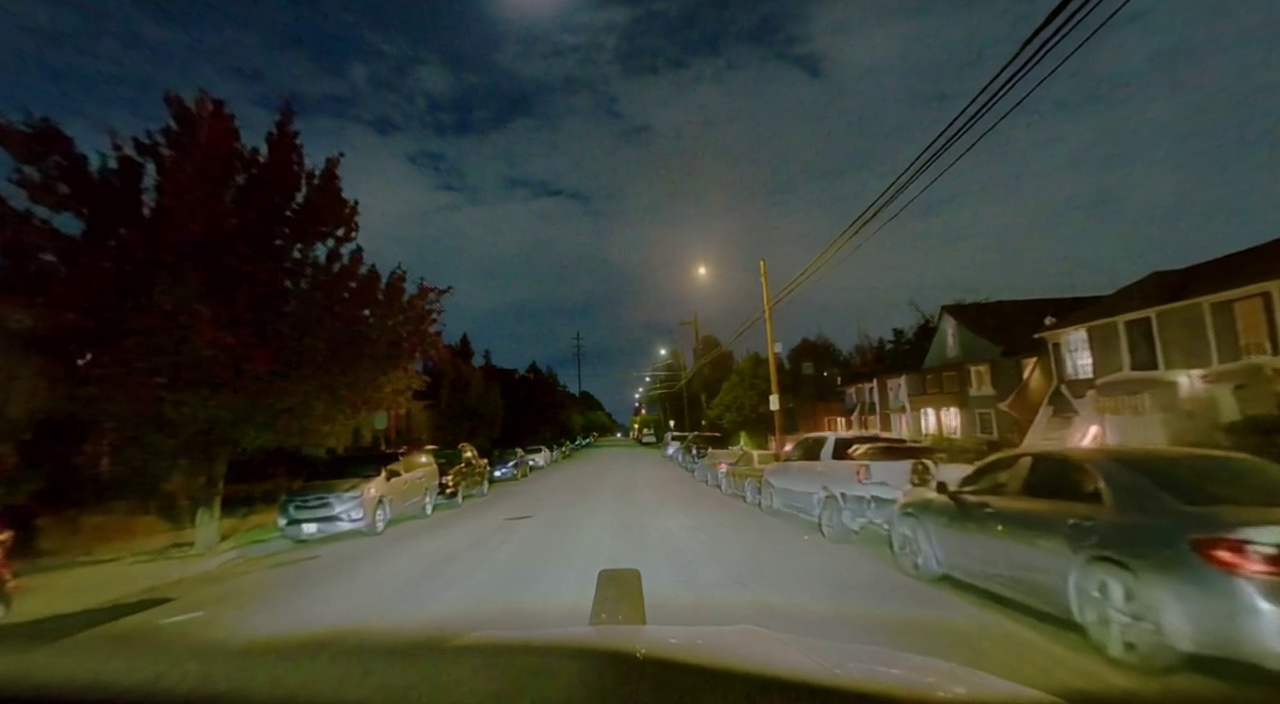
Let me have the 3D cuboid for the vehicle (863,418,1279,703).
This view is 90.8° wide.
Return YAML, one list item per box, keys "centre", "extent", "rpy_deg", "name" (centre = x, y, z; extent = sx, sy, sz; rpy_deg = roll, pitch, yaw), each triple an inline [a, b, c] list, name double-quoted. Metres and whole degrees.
- centre: [3.752, 1.367, 4.962]
  extent: [2.174, 1.504, 4.809]
  rpy_deg: [0, -8, -1]
  name: "vehicle"

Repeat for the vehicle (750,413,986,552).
- centre: [3.477, 2.099, 10.968]
  extent: [2.009, 1.810, 5.045]
  rpy_deg: [0, -8, -3]
  name: "vehicle"

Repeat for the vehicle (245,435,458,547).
- centre: [-5.988, 2.908, 14.207]
  extent: [2.184, 1.958, 5.757]
  rpy_deg: [0, -8, -2]
  name: "vehicle"

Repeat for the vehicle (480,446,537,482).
- centre: [-6.470, 5.539, 31.585]
  extent: [2.002, 1.585, 5.080]
  rpy_deg: [0, -8, -3]
  name: "vehicle"
